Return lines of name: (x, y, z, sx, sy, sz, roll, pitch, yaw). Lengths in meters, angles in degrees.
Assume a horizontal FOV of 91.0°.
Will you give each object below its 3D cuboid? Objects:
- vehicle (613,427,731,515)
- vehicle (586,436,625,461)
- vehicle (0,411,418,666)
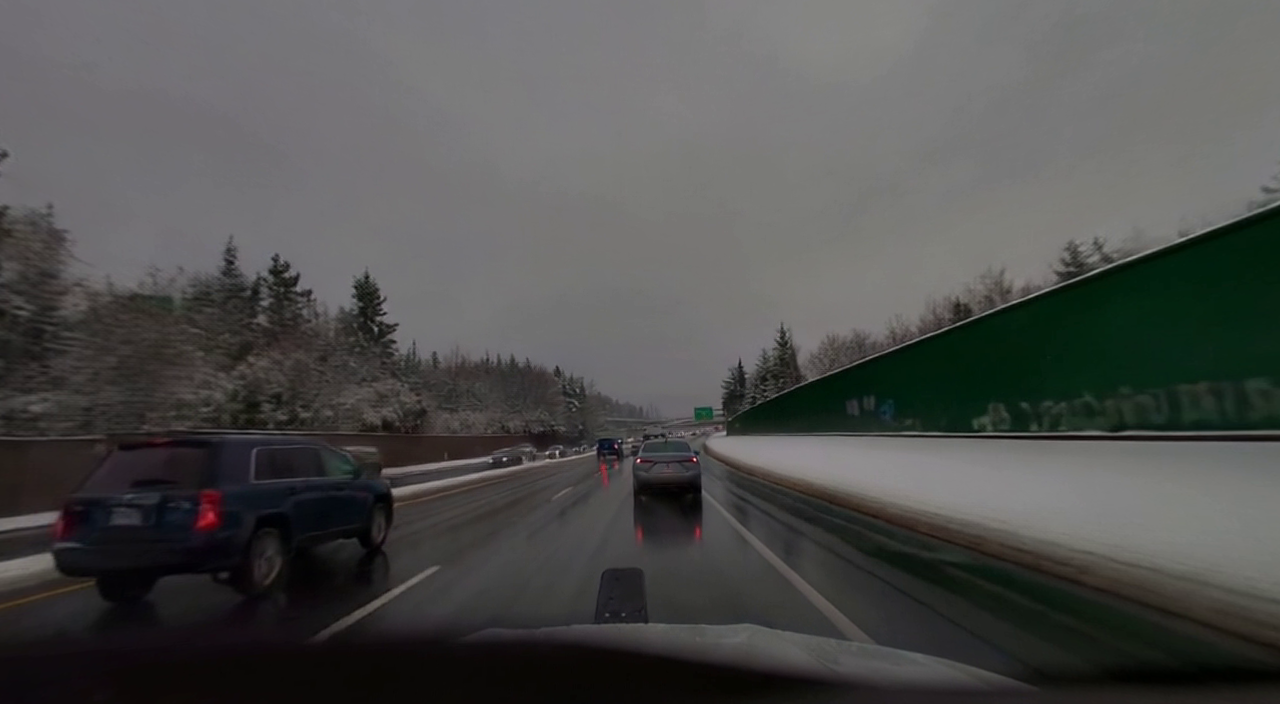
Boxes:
vehicle: (0.578, 2.376, 13.079, 2.077, 1.533, 3.854, 0, -8, 0)
vehicle: (-2.197, 6.345, 41.427, 2.105, 1.571, 3.727, -1, -8, 4)
vehicle: (-3.881, 1.390, 5.823, 2.059, 1.471, 4.152, 0, -8, 1)
